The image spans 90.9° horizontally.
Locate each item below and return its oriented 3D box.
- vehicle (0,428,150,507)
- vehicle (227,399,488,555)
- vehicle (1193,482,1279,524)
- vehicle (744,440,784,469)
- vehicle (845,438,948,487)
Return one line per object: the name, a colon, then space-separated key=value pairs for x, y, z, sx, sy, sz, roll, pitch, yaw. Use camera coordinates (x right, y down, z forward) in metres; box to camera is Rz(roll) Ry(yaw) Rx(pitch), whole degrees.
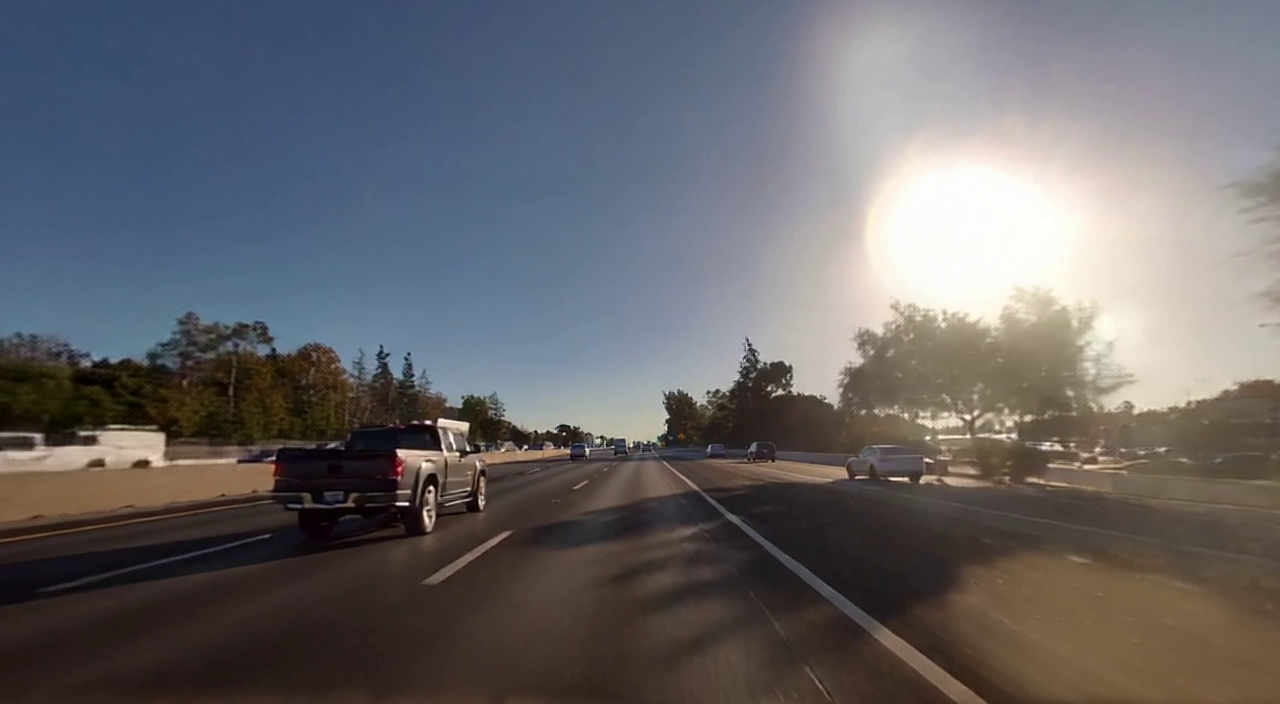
vehicle: x=-16.866 y=3.097 z=17.169 sx=2.339 sy=1.926 sz=5.751 roll=0 pitch=-8 yaw=1
vehicle: x=-4.081 y=1.899 z=10.276 sx=1.994 sy=1.911 sz=4.819 roll=0 pitch=-8 yaw=0
vehicle: x=29.036 y=6.896 z=28.919 sx=5.058 sy=1.729 sz=2.070 roll=-1 pitch=-9 yaw=8
vehicle: x=9.653 y=7.984 z=49.328 sx=2.061 sy=2.115 sz=4.635 roll=0 pitch=-8 yaw=-1
vehicle: x=9.488 y=4.107 z=23.746 sx=1.971 sy=1.638 sz=4.295 roll=0 pitch=-8 yaw=-2
